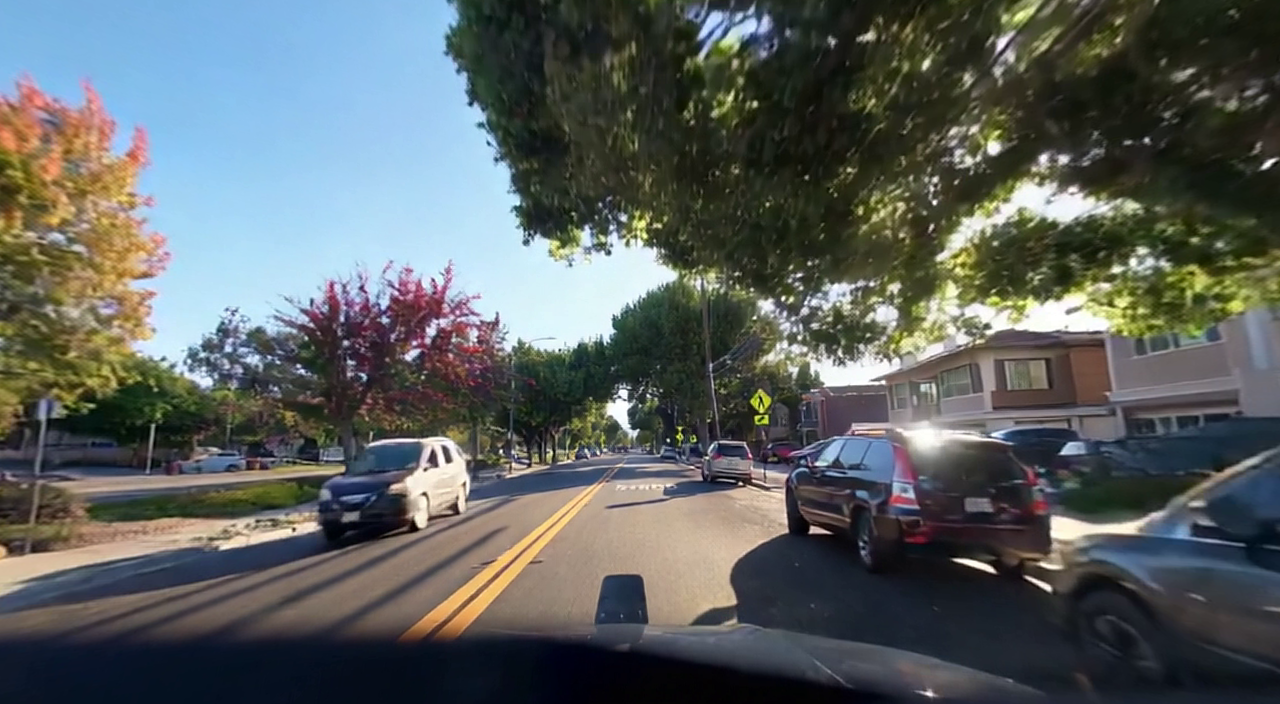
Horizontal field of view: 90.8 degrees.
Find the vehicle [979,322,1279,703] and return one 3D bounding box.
[{"bbox_3d":[3.383,0.701,1.750,2.137,1.761,4.697,0,-9,-2],"label":"vehicle"}]

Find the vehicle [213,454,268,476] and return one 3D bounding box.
[{"bbox_3d":[-29.102,8.189,45.969,4.558,1.495,1.925,-7,-11,38],"label":"vehicle"}]

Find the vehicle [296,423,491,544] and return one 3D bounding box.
[{"bbox_3d":[-4.514,2.447,12.412,2.074,1.836,4.365,-3,-9,0],"label":"vehicle"}]

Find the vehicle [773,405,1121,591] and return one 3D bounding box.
[{"bbox_3d":[3.478,1.755,8.495,2.125,1.772,4.629,0,-9,-3],"label":"vehicle"}]

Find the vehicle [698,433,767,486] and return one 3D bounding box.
[{"bbox_3d":[3.462,4.108,24.420,1.949,1.807,4.224,2,-9,-1],"label":"vehicle"}]
